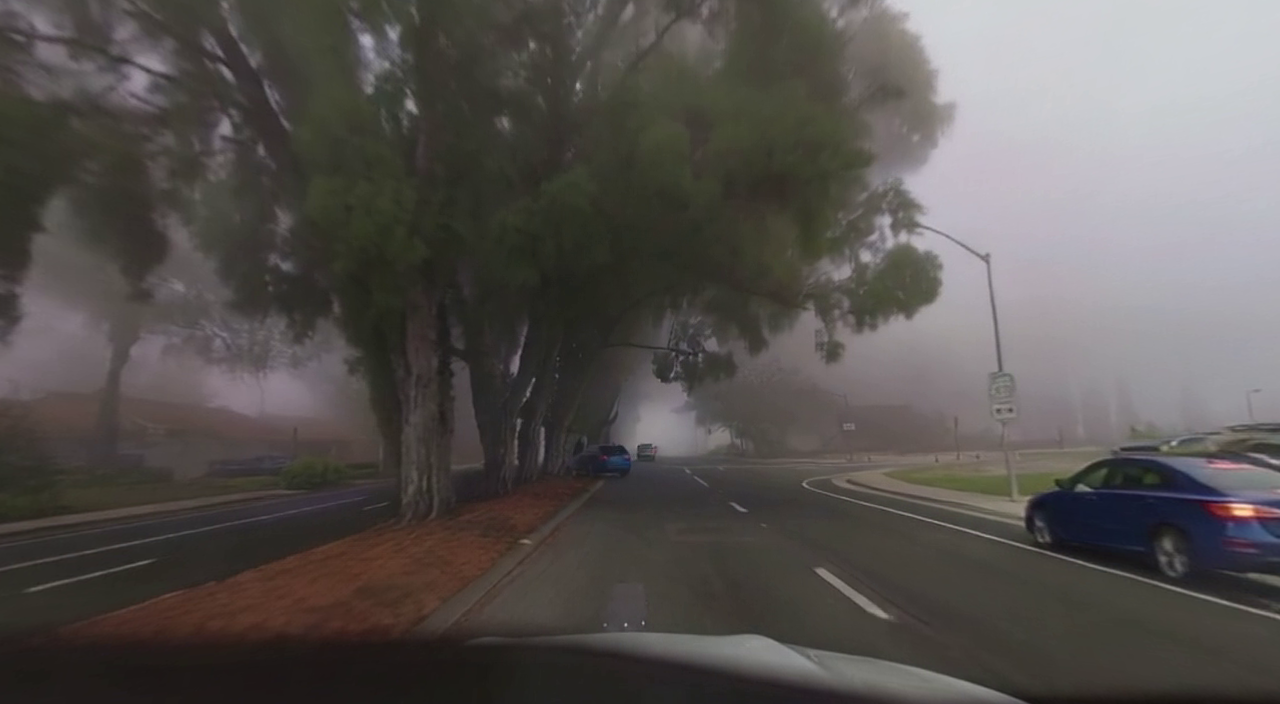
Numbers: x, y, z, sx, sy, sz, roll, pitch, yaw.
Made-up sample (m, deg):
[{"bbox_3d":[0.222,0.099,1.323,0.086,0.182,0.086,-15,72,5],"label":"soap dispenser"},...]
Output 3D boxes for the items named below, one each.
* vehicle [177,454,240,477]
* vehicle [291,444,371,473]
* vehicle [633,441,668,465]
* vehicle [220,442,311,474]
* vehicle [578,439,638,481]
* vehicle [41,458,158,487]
[{"bbox_3d":[-33.107,8.683,48.450,1.774,1.484,3.684,-5,-8,14],"label":"vehicle"},{"bbox_3d":[-22.375,7.729,45.995,2.173,1.849,5.752,-5,-9,11],"label":"vehicle"},{"bbox_3d":[0.667,6.709,42.168,2.226,1.505,4.128,0,-8,0],"label":"vehicle"},{"bbox_3d":[-27.790,7.867,47.099,2.161,2.233,5.937,-3,-9,14],"label":"vehicle"},{"bbox_3d":[-1.258,4.239,25.138,2.158,1.469,4.909,0,-8,-3],"label":"vehicle"},{"bbox_3d":[-30.589,6.824,35.892,1.874,1.393,4.724,-2,-9,14],"label":"vehicle"}]
